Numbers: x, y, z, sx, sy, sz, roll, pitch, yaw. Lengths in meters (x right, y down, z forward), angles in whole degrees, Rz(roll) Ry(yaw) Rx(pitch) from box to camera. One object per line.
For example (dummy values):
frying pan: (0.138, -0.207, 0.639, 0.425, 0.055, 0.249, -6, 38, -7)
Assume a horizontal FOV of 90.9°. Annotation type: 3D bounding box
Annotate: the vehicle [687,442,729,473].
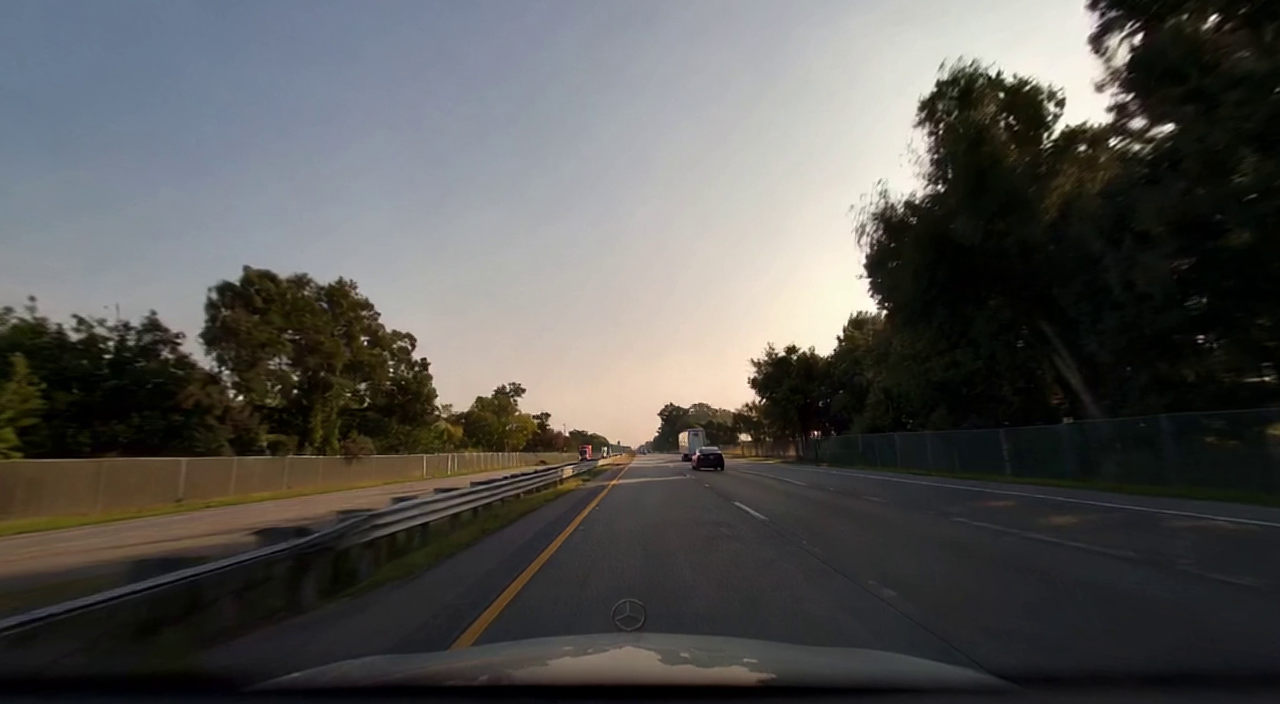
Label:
vehicle: (4.113, 6.510, 38.957, 2.093, 1.742, 4.167, 0, -9, -1)
